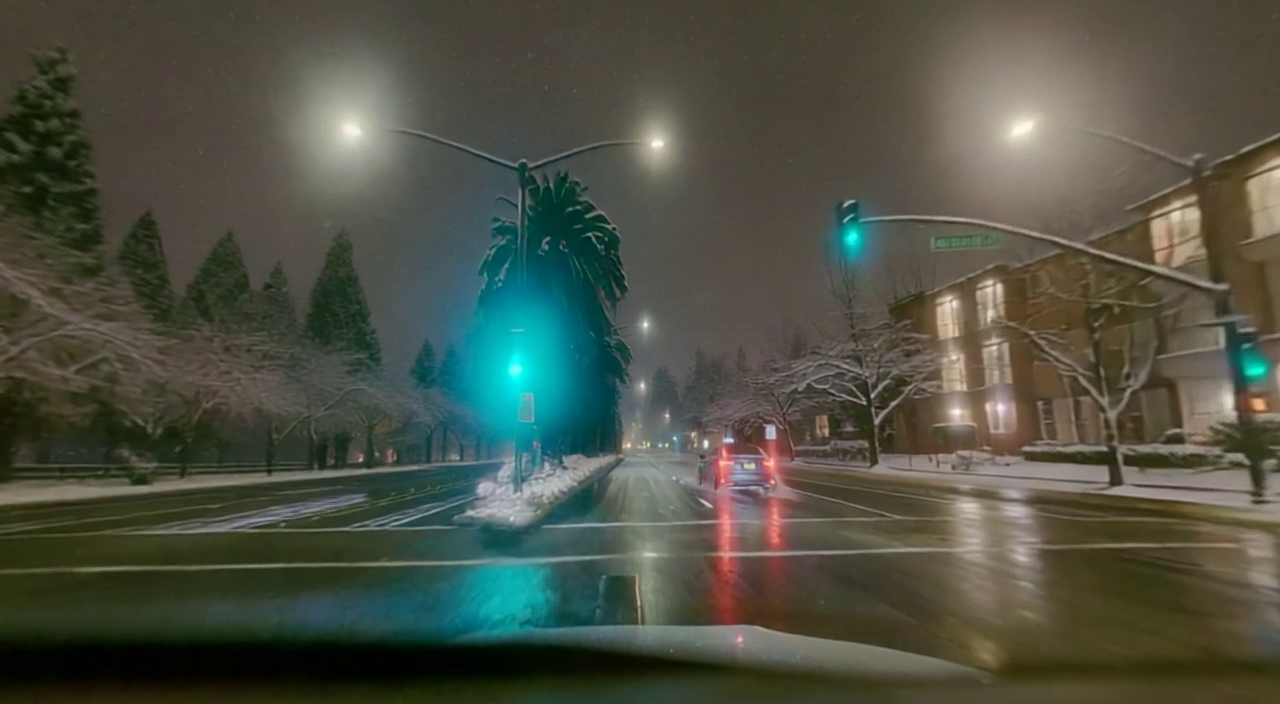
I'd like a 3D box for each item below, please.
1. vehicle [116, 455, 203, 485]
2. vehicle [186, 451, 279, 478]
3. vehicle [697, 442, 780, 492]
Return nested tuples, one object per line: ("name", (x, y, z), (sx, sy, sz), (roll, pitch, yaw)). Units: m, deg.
("vehicle", (-32.754, 8.006, 43.312), (2.095, 1.837, 5.014), (0, -9, -2))
("vehicle", (-27.094, 7.496, 42.160), (4.734, 1.717, 2.095), (0, -8, 1))
("vehicle", (3.093, 3.710, 20.770), (1.964, 1.448, 4.295), (0, -8, -1))
